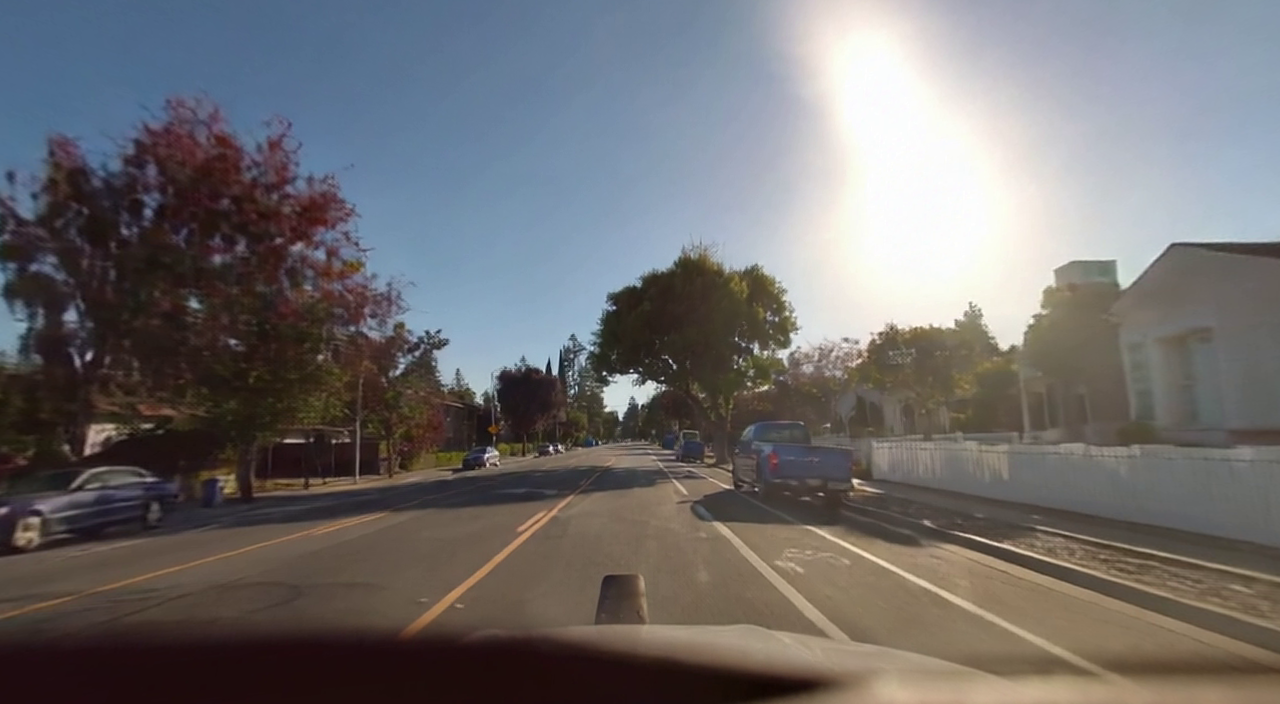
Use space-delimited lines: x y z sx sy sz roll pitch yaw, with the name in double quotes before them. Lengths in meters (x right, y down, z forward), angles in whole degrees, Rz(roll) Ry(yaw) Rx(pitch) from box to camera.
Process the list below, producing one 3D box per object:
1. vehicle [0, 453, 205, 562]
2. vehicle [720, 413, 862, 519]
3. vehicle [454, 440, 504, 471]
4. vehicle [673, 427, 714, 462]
"vehicle" -10.792 2.797 11.866 2.049 1.527 4.677 -4 -8 -1
"vehicle" 3.733 2.949 17.032 2.504 2.114 6.073 5 -8 3
"vehicle" -11.235 7.245 44.463 2.301 1.855 4.983 -4 -8 -1
"vehicle" 3.933 6.947 47.474 2.459 2.452 5.731 0 -8 -1
